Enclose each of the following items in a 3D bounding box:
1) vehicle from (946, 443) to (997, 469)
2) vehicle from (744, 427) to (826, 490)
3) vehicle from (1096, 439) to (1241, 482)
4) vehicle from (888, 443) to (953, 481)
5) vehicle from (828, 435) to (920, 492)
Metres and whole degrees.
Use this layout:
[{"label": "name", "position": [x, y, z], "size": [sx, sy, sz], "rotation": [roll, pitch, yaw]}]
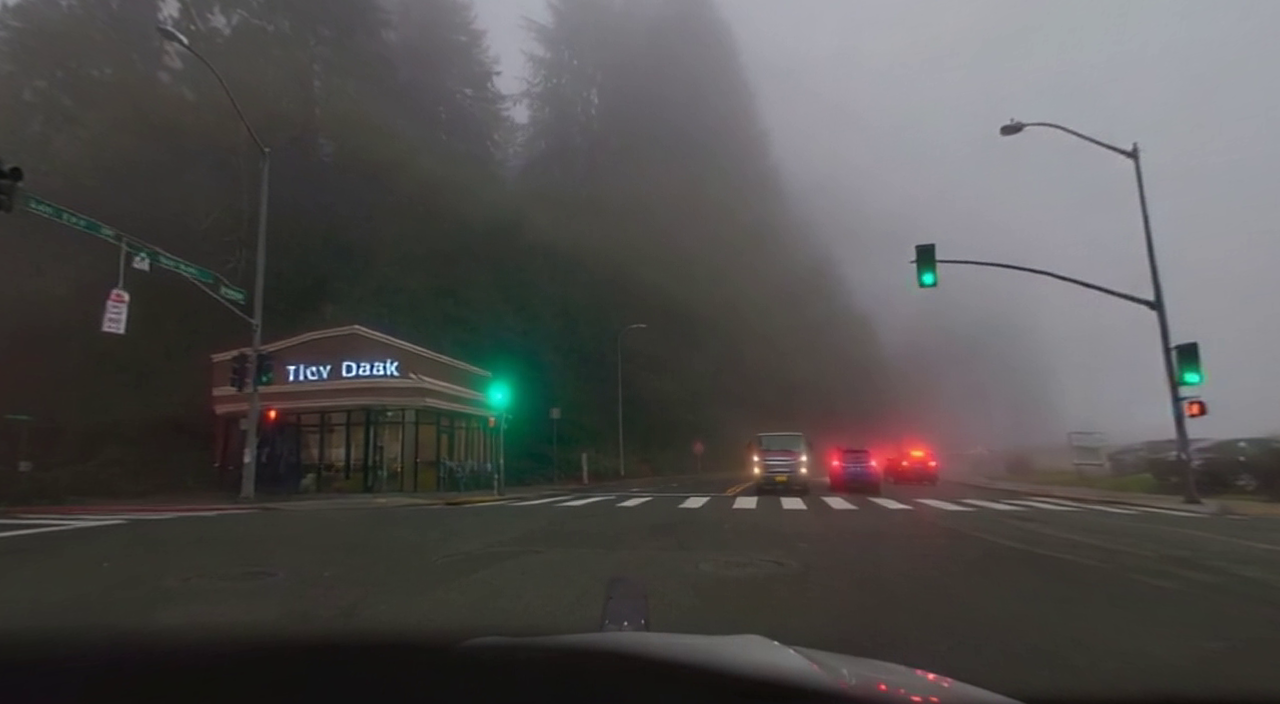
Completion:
[{"label": "vehicle", "position": [23.257, 7.281, 44.383], "size": [1.886, 1.687, 4.268], "rotation": [-2, -8, 10]}, {"label": "vehicle", "position": [5.002, 3.727, 22.526], "size": [2.390, 1.948, 5.344], "rotation": [-1, -8, 9]}, {"label": "vehicle", "position": [21.365, 4.380, 25.711], "size": [1.924, 1.579, 4.084], "rotation": [2, -8, -12]}, {"label": "vehicle", "position": [13.230, 5.166, 29.990], "size": [1.792, 1.682, 4.089], "rotation": [-1, -8, 9]}, {"label": "vehicle", "position": [7.907, 3.771, 21.807], "size": [2.048, 1.725, 4.754], "rotation": [-1, -8, 9]}]
